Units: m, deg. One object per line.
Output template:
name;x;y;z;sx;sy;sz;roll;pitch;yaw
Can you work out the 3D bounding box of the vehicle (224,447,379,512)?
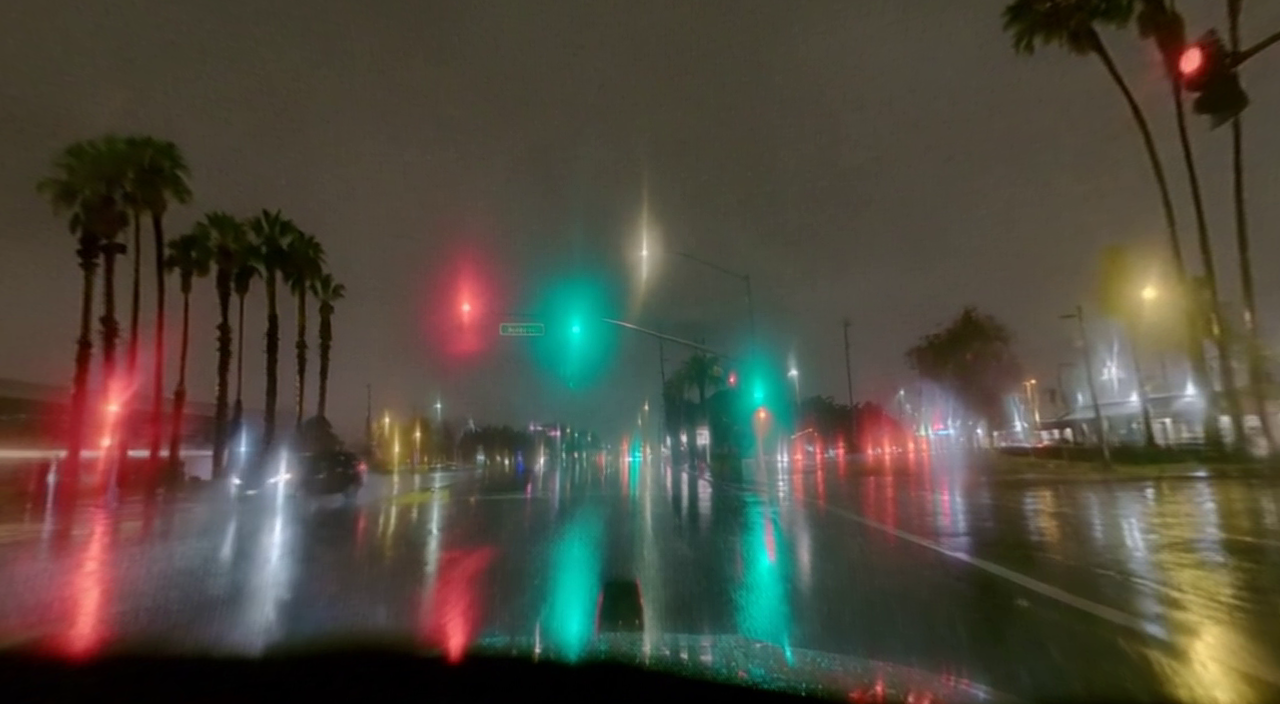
vehicle;-10.727;4.017;20.504;2.270;1.833;4.860;0;-9;1
